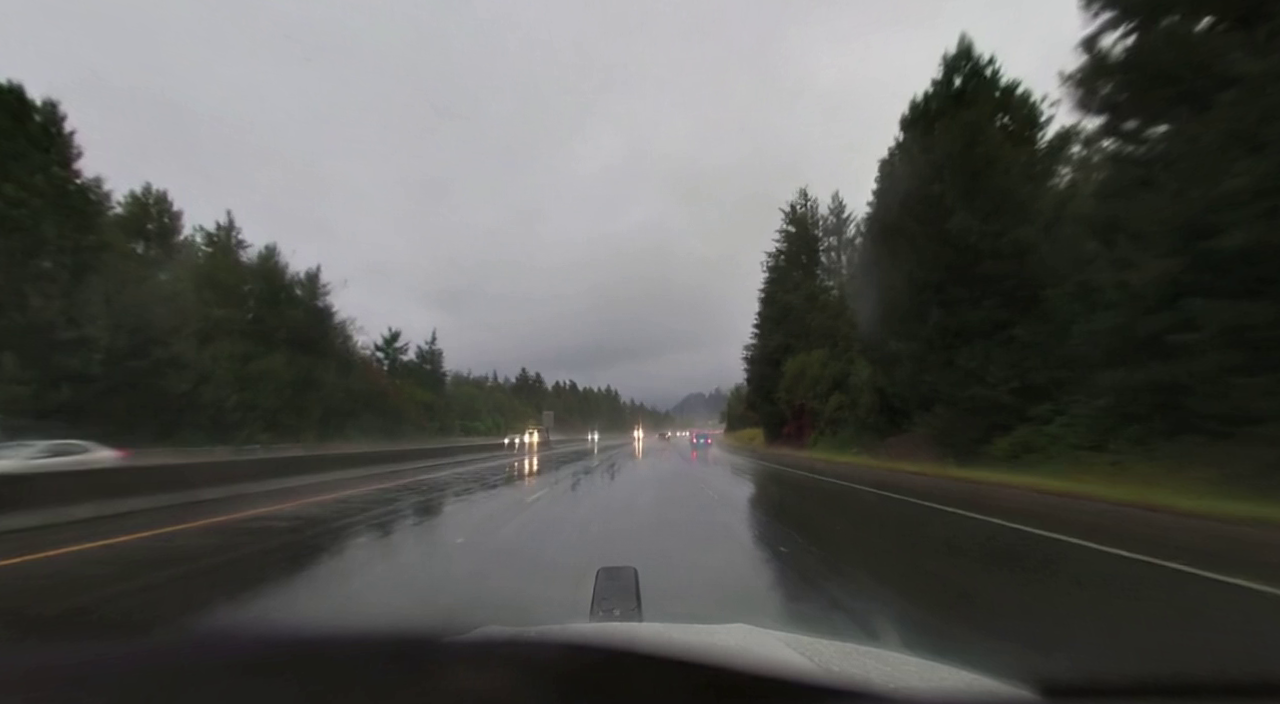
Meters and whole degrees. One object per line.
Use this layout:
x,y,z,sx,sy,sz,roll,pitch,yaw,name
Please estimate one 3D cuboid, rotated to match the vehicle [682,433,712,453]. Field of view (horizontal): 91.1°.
4.335,7.008,48.561,1.982,1.452,4.294,0,-8,1,vehicle
